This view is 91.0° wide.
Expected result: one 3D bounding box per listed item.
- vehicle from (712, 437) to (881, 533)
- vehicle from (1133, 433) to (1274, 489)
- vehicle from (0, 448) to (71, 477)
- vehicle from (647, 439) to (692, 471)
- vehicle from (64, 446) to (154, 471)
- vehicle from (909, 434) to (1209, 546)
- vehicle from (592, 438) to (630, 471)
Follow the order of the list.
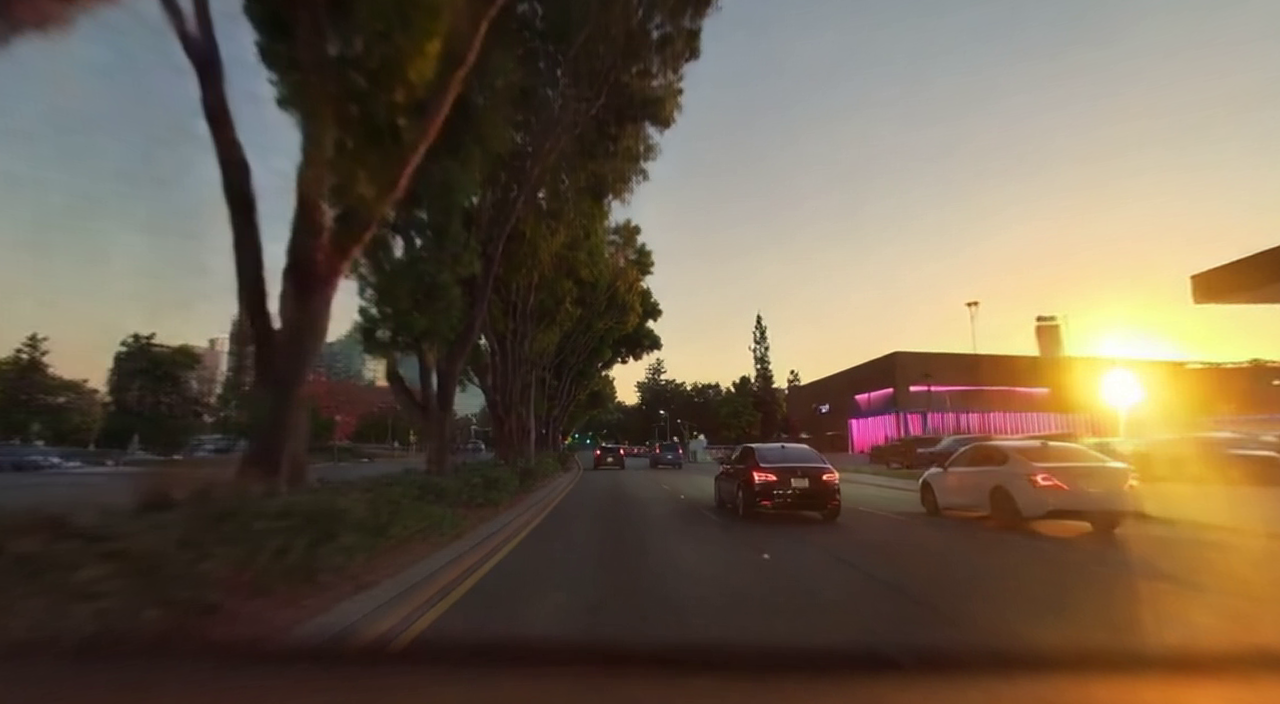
[{"bbox_3d":[2.658,2.358,11.834,1.883,1.452,4.258,0,-9,-3],"label":"vehicle"},{"bbox_3d":[22.979,4.408,26.079,2.528,1.997,5.919,-2,-8,24],"label":"vehicle"},{"bbox_3d":[-30.294,5.334,30.571,3.468,1.345,1.795,0,-9,-4],"label":"vehicle"},{"bbox_3d":[1.646,5.927,36.408,2.000,1.745,4.206,1,-9,-5],"label":"vehicle"},{"bbox_3d":[-30.478,6.127,36.204,3.502,1.364,1.773,1,-9,-4],"label":"vehicle"},{"bbox_3d":[6.495,2.154,10.531,1.917,1.457,4.274,0,-9,-3],"label":"vehicle"},{"bbox_3d":[-1.738,5.879,36.330,2.051,1.798,4.168,1,-9,-4],"label":"vehicle"}]
